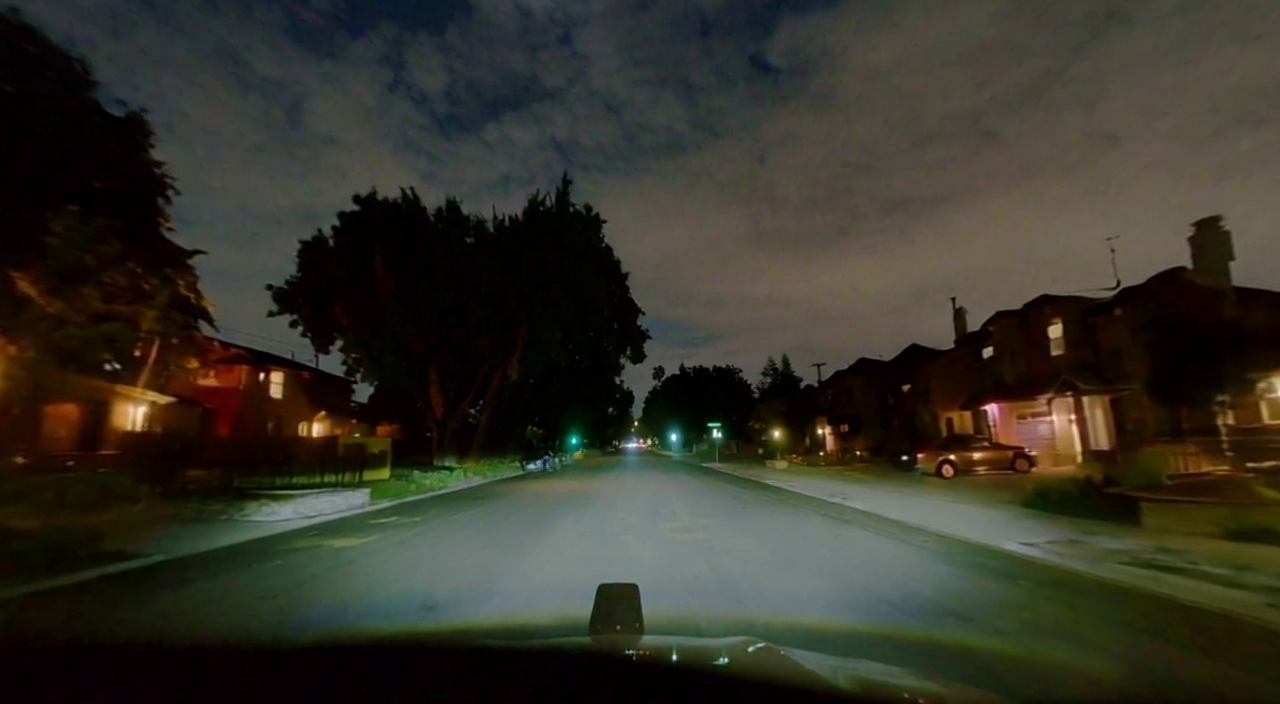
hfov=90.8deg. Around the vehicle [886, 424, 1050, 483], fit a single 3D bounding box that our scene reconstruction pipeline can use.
[{"bbox_3d":[11.260,3.498,21.853,4.626,1.880,1.980,1,-9,-8],"label":"vehicle"}]
